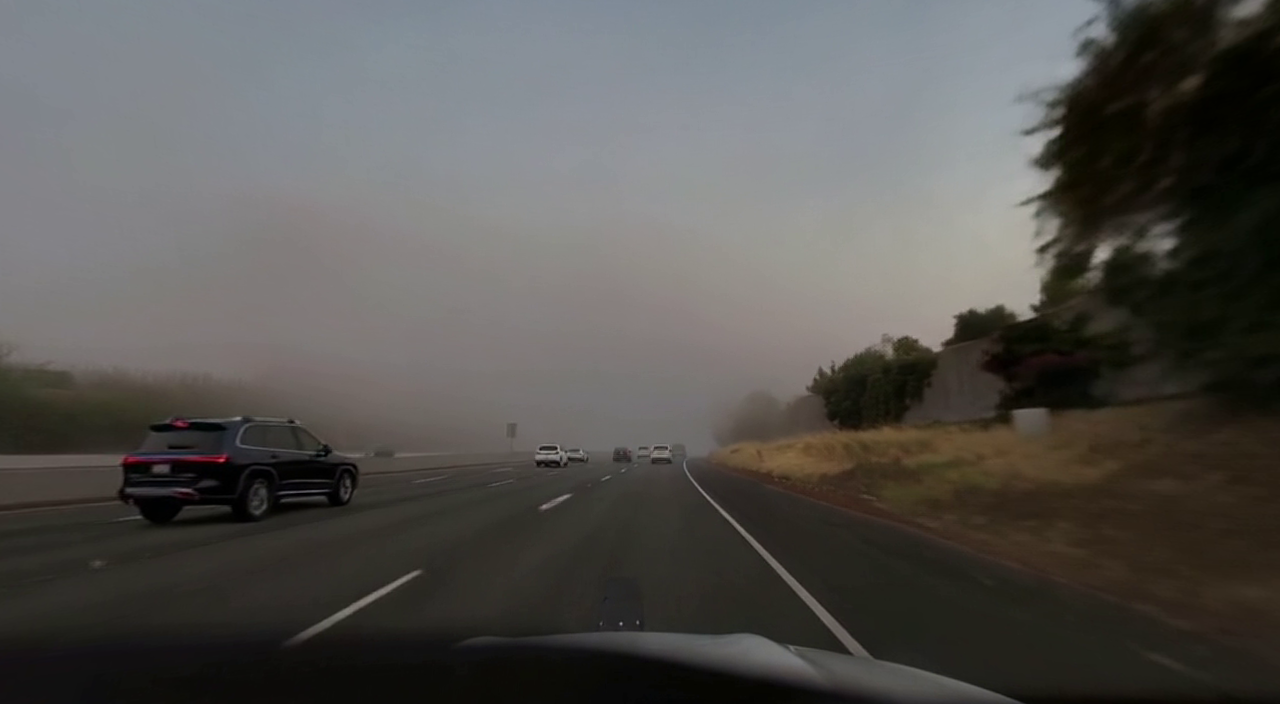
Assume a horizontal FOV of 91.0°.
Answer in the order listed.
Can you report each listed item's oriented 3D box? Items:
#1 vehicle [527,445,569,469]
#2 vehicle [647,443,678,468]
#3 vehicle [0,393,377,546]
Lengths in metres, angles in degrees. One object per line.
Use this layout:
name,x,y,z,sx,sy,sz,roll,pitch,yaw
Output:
vehicle,-6.169,7.087,42.808,1.986,1.534,4.255,-1,-9,4
vehicle,1.683,7.442,45.574,2.141,1.706,4.065,-1,-9,3
vehicle,-7.079,1.935,10.987,2.438,1.967,5.596,0,-9,1
